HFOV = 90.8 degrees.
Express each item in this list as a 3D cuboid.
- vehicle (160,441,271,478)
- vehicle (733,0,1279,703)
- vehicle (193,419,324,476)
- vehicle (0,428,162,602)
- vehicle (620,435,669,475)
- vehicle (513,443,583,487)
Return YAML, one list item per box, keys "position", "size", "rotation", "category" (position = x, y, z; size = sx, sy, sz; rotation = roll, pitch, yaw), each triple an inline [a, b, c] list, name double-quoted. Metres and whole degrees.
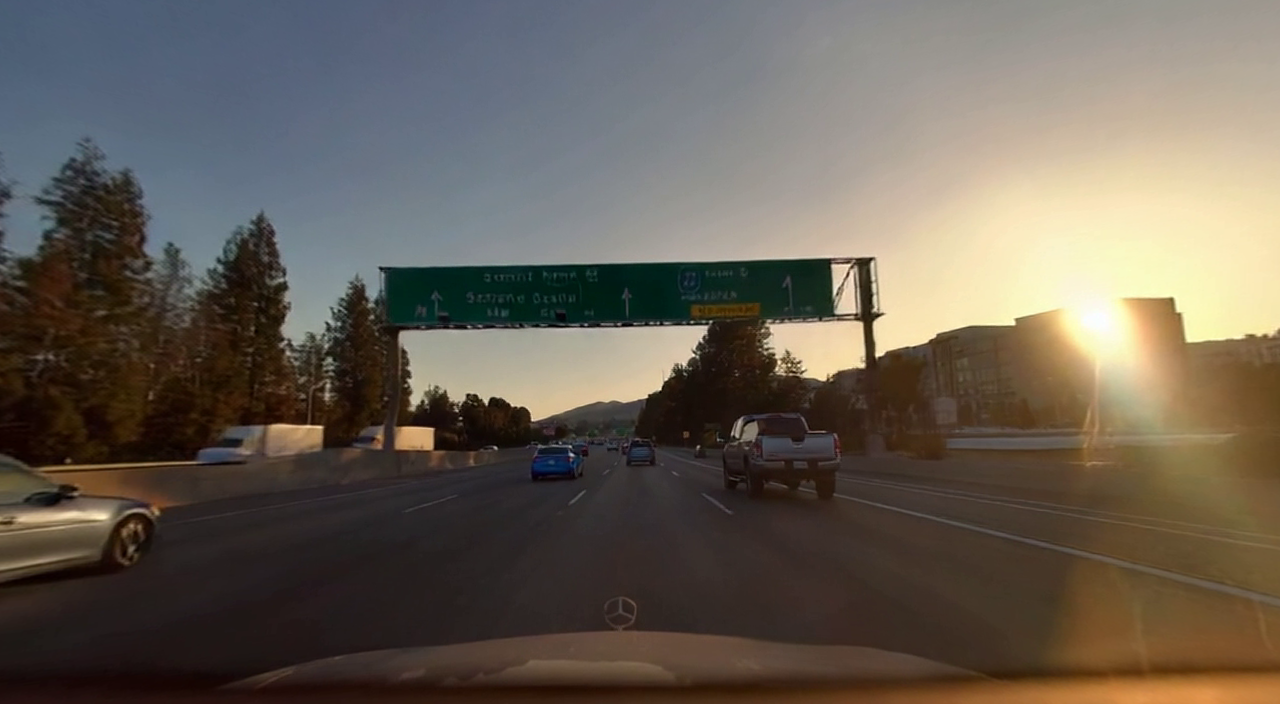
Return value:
- position: [-20.106, 5.086, 30.227]
  size: [2.082, 1.605, 4.641]
  rotation: [0, -9, 0]
  category: "vehicle"
- position: [3.716, 0.417, 7.885]
  size: [2.876, 4.086, 15.117]
  rotation: [0, -9, 0]
  category: "vehicle"
- position: [-23.940, 6.108, 40.405]
  size: [3.070, 3.247, 8.603]
  rotation: [0, -9, -1]
  category: "vehicle"
- position: [-6.471, 1.301, 4.823]
  size: [2.053, 1.464, 4.600]
  rotation: [0, -9, 0]
  category: "vehicle"
- position: [0.184, 4.994, 30.857]
  size: [2.203, 1.805, 4.358]
  rotation: [0, -9, -1]
  category: "vehicle"
- position: [-3.143, 3.968, 22.517]
  size: [1.864, 1.406, 4.544]
  rotation: [0, -9, 0]
  category: "vehicle"
